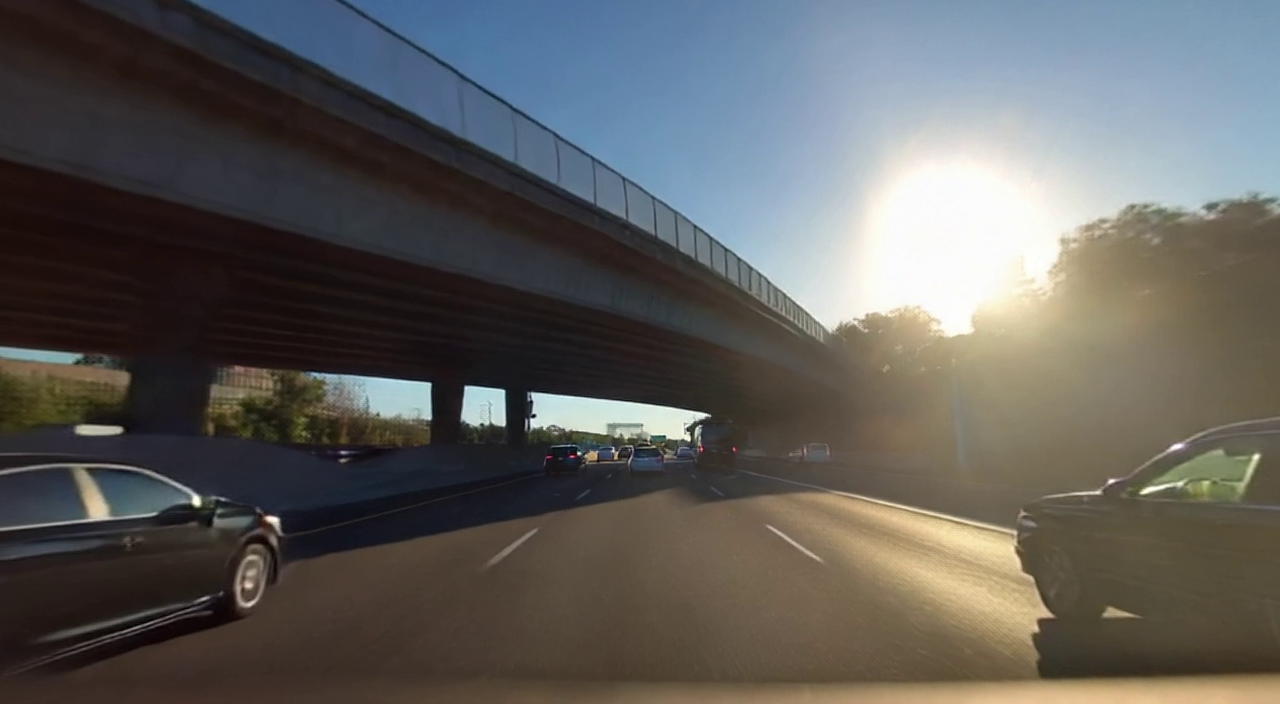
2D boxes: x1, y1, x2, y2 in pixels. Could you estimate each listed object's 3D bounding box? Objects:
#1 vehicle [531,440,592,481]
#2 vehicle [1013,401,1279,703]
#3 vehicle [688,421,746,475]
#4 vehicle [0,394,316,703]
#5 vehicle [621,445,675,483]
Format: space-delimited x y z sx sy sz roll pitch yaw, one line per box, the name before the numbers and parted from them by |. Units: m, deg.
vehicle | -3.455 4.873 28.616 2.078 1.706 4.298 -1 -8 2
vehicle | 4.077 0.992 2.830 2.085 1.558 4.466 0 -8 1
vehicle | 4.224 5.422 35.883 2.436 2.745 6.607 0 -8 0
vehicle | -3.743 1.040 3.118 2.137 1.562 3.926 0 -8 1
vehicle | 0.322 4.802 27.398 2.174 1.467 4.005 0 -8 0
